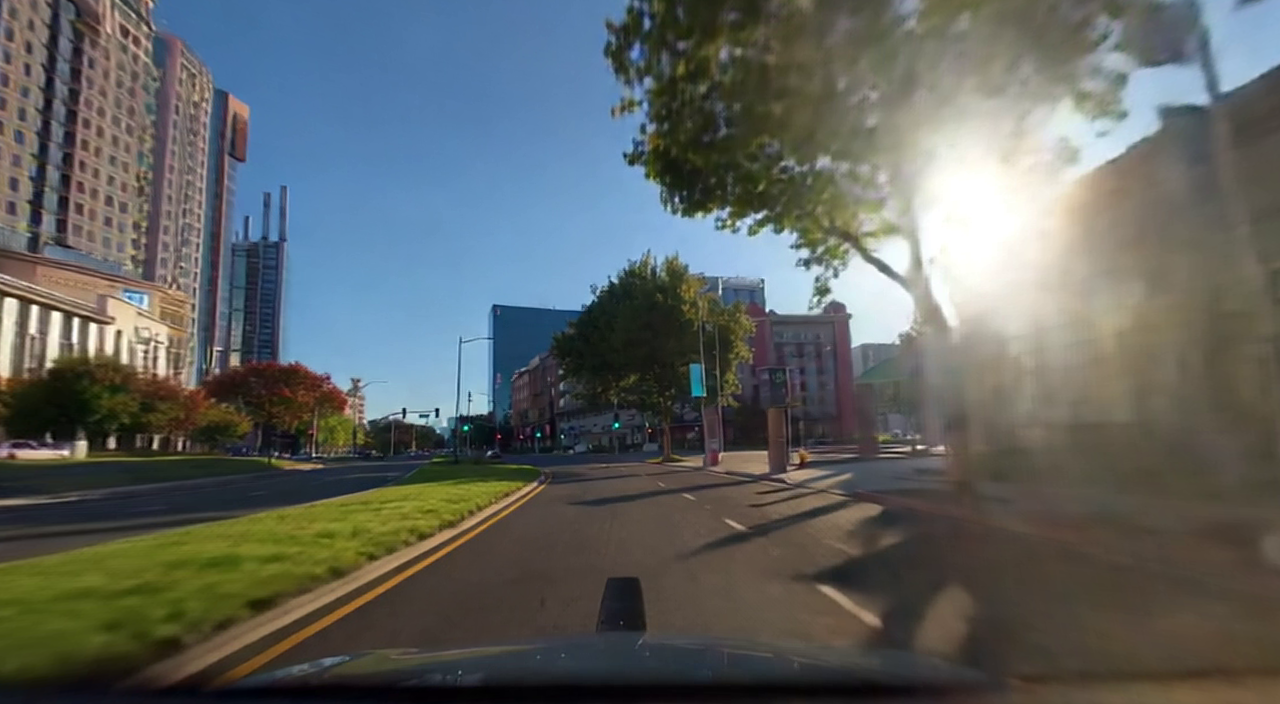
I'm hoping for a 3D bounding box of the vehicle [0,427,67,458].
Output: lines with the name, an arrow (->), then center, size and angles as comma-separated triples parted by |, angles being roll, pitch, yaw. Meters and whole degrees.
vehicle -> -31.680, 4.497, 31.155 | 4.499, 1.476, 1.927 | 1, -9, -7
